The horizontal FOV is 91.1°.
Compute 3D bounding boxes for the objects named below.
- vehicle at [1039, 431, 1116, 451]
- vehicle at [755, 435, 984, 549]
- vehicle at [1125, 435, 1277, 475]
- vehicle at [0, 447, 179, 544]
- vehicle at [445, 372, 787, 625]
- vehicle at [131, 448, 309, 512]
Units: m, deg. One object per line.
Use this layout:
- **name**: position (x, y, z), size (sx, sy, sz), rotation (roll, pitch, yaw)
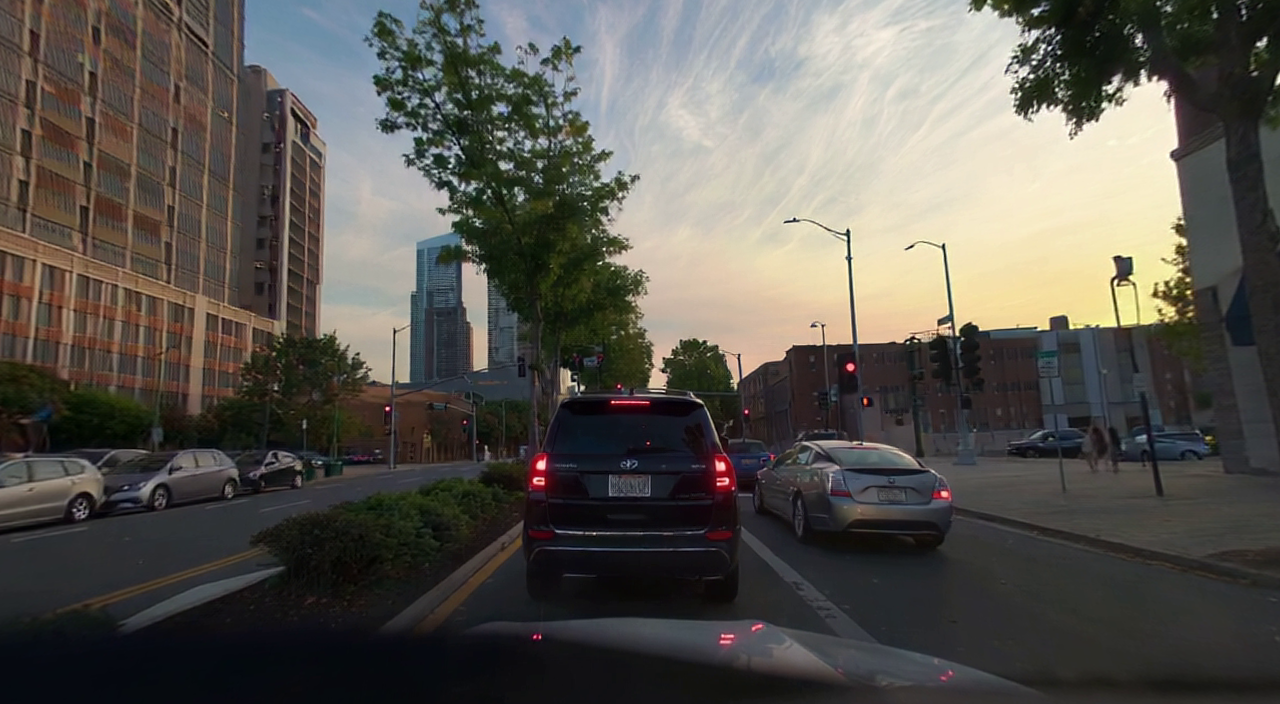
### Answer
- **vehicle**: position (34.499, 7.054, 49.496), size (5.224, 1.515, 2.164), rotation (3, -9, -18)
- **vehicle**: position (3.288, 2.084, 10.070), size (2.056, 1.422, 4.130), rotation (0, -8, -1)
- **vehicle**: position (22.111, 4.057, 24.991), size (4.055, 1.469, 1.848), rotation (-4, -9, 26)
- **vehicle**: position (-12.547, 2.916, 13.470), size (1.891, 1.723, 4.360), rotation (0, -8, 1)
- **vehicle**: position (-0.163, 1.366, 6.758), size (2.453, 1.816, 4.300), rotation (0, -8, 0)
- **vehicle**: position (-12.466, 3.781, 19.142), size (2.207, 1.648, 4.675), rotation (0, -8, -1)
